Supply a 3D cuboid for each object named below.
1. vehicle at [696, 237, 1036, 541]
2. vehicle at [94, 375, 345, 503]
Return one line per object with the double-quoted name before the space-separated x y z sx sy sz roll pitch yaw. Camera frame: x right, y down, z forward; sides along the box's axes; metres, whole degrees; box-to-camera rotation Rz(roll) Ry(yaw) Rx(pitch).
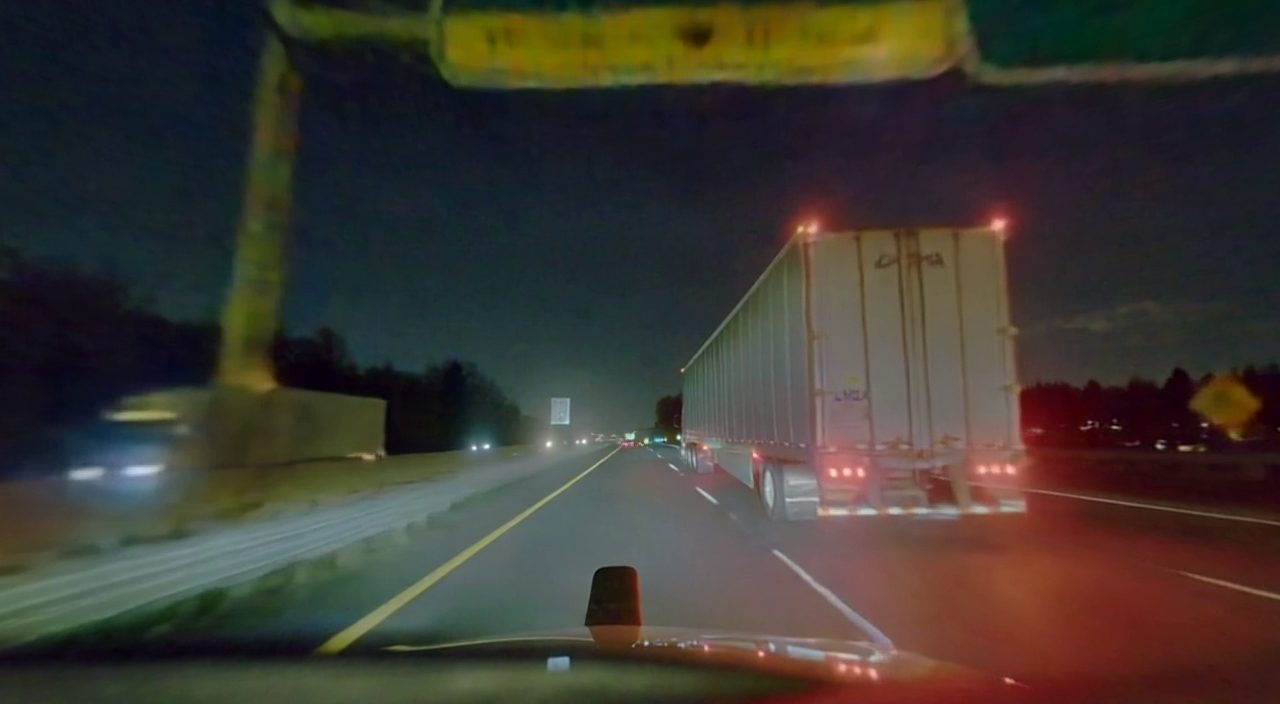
"vehicle" 3.499 1.307 14.895 2.954 3.995 13.335 0 -8 -1
"vehicle" -12.749 2.767 20.325 2.697 3.310 7.825 0 -8 -1
